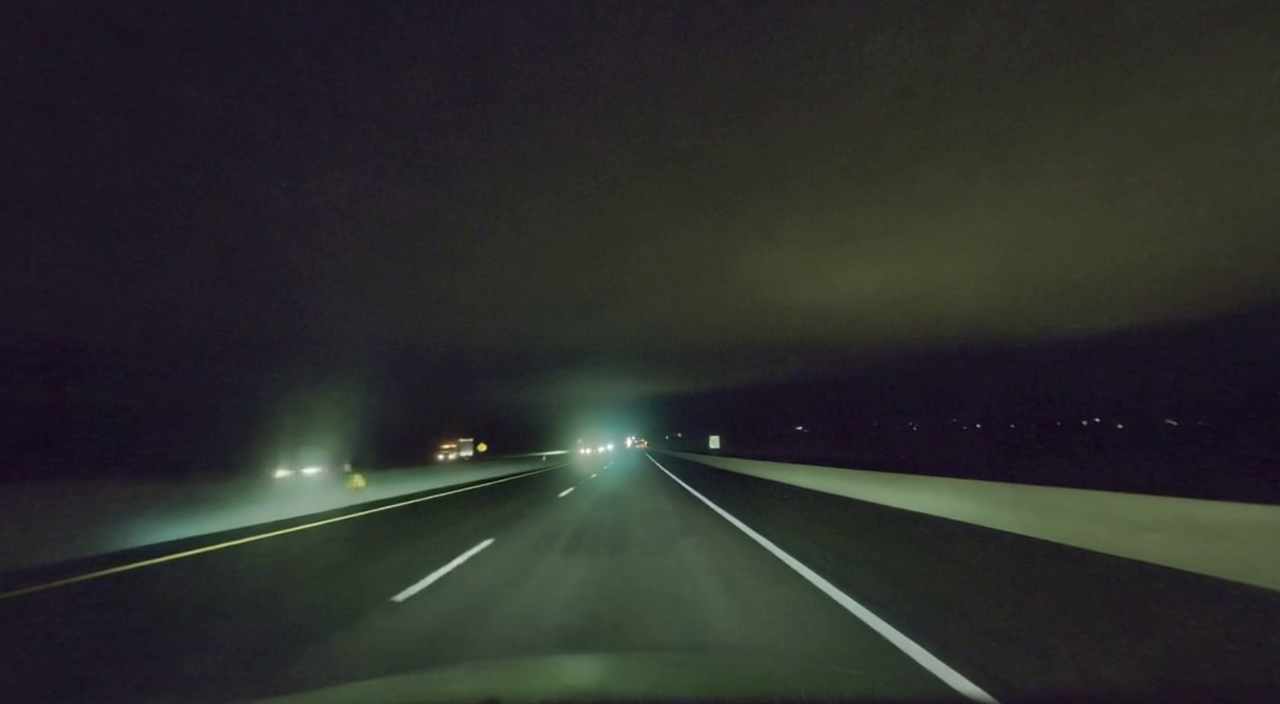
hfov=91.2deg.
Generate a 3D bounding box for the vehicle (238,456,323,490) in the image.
[{"bbox_3d":[-17.380,5.844,30.520,1.779,1.498,3.922,0,-9,0],"label":"vehicle"}]
